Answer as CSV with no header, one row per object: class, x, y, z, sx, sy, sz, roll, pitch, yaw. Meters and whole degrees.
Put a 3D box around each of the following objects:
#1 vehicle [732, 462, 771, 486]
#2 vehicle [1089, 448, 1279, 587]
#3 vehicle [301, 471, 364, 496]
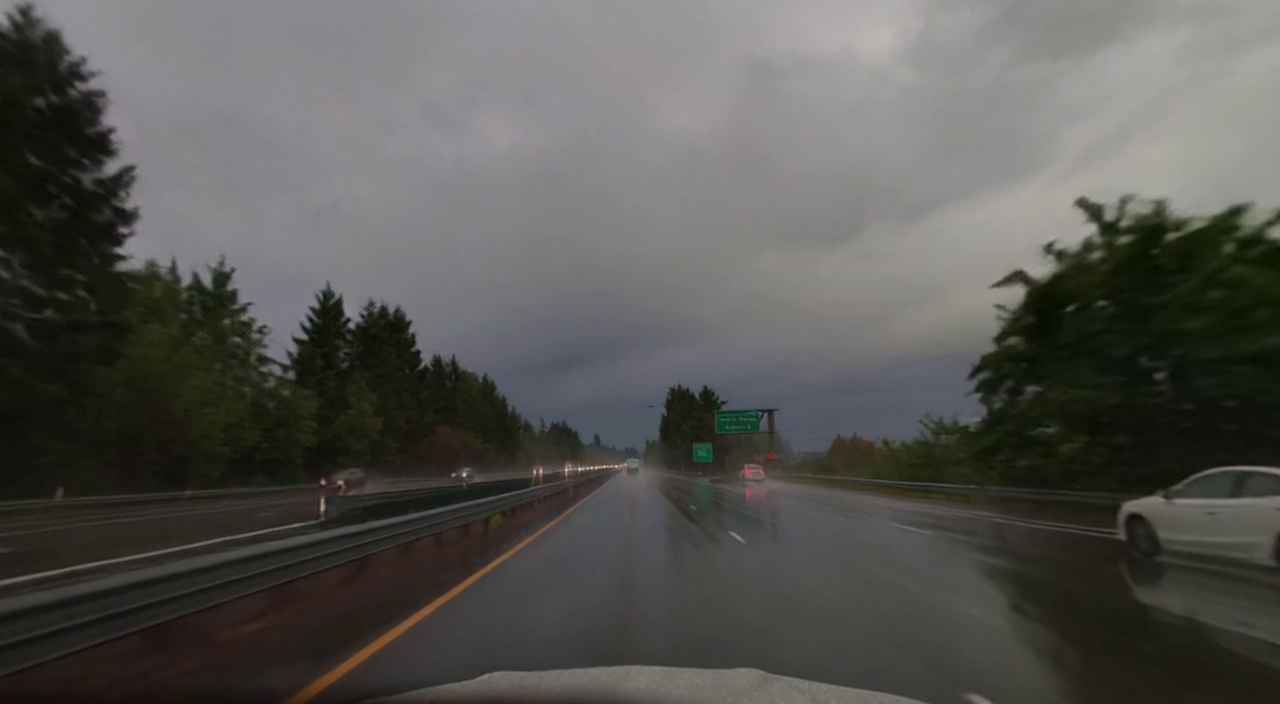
vehicle,7.814,8.620,44.698,1.951,1.566,4.616,1,-10,0
vehicle,7.906,1.900,7.374,2.024,1.476,4.352,1,-10,-1
vehicle,-20.067,8.581,41.257,1.795,1.513,3.900,-1,-10,7
